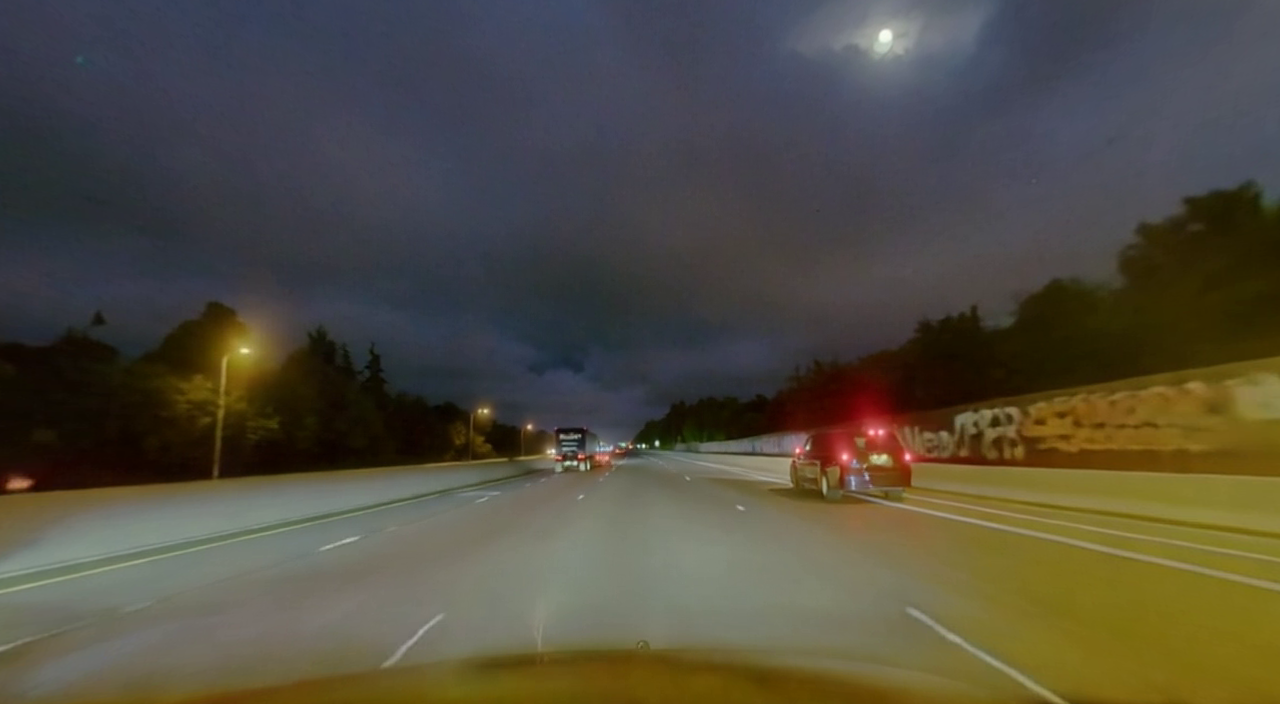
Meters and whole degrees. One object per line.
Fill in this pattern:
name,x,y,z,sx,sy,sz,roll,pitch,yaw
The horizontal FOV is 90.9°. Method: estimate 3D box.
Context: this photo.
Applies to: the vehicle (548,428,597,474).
vehicle,-3.977,5.992,38.090,2.305,2.517,5.486,-1,-9,0
